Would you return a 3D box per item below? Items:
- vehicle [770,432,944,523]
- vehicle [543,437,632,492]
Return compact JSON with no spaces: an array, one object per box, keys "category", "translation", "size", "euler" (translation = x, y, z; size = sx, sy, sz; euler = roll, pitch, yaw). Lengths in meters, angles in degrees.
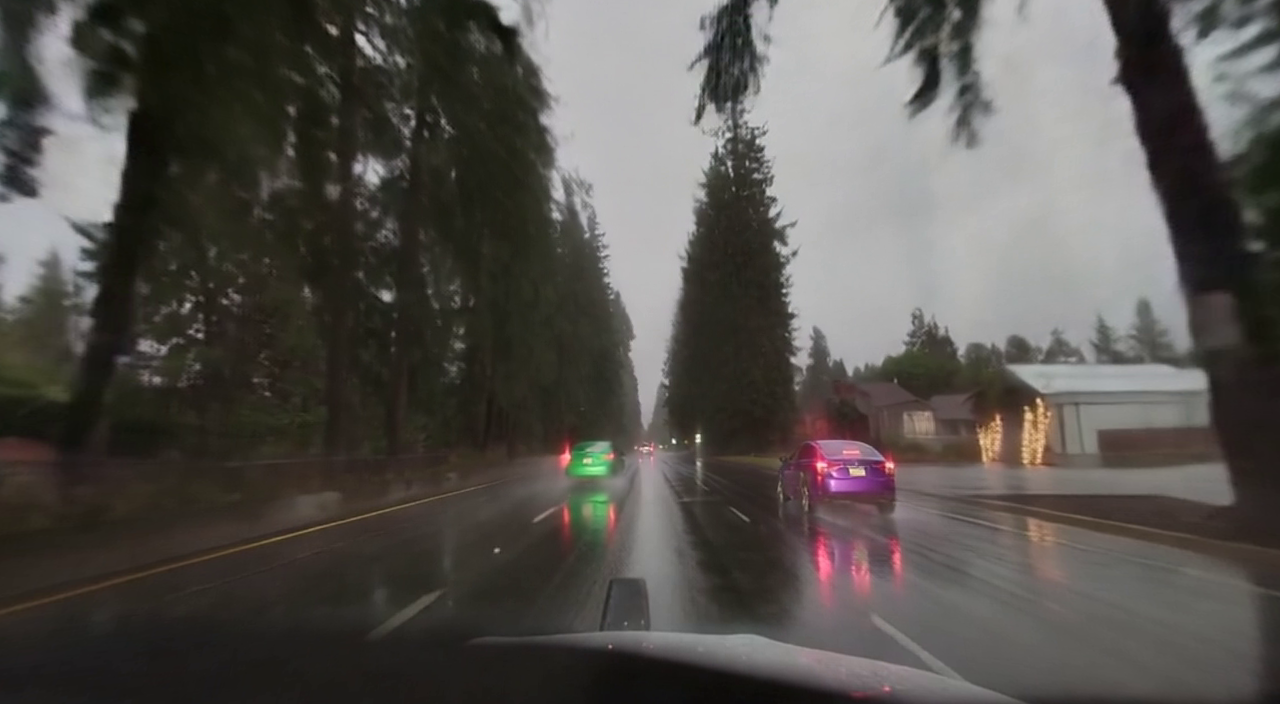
[{"category":"vehicle","translation":[4.155,2.449,12.986],"size":[1.943,1.471,4.515],"euler":[-1,-8,0]},{"category":"vehicle","translation":[-1.580,3.612,20.764],"size":[2.206,1.525,4.695],"euler":[-2,-8,4]}]
